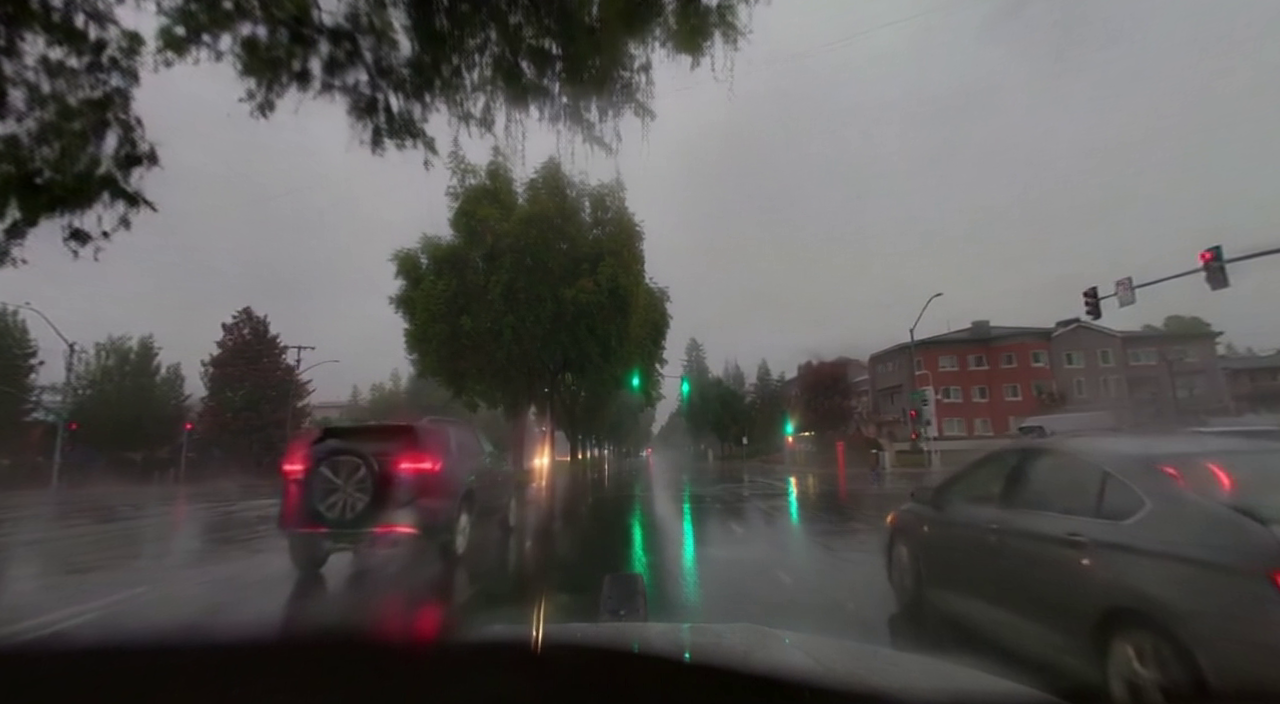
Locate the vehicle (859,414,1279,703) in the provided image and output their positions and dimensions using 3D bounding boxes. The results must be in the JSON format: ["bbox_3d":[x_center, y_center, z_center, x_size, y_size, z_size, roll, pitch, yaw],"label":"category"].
[{"bbox_3d":[3.172,1.216,3.931,1.990,1.454,4.490,0,-8,0],"label":"vehicle"}]

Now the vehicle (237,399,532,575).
[{"bbox_3d":[-3.204,1.836,9.380,2.231,1.898,4.985,0,-8,1],"label":"vehicle"}]
